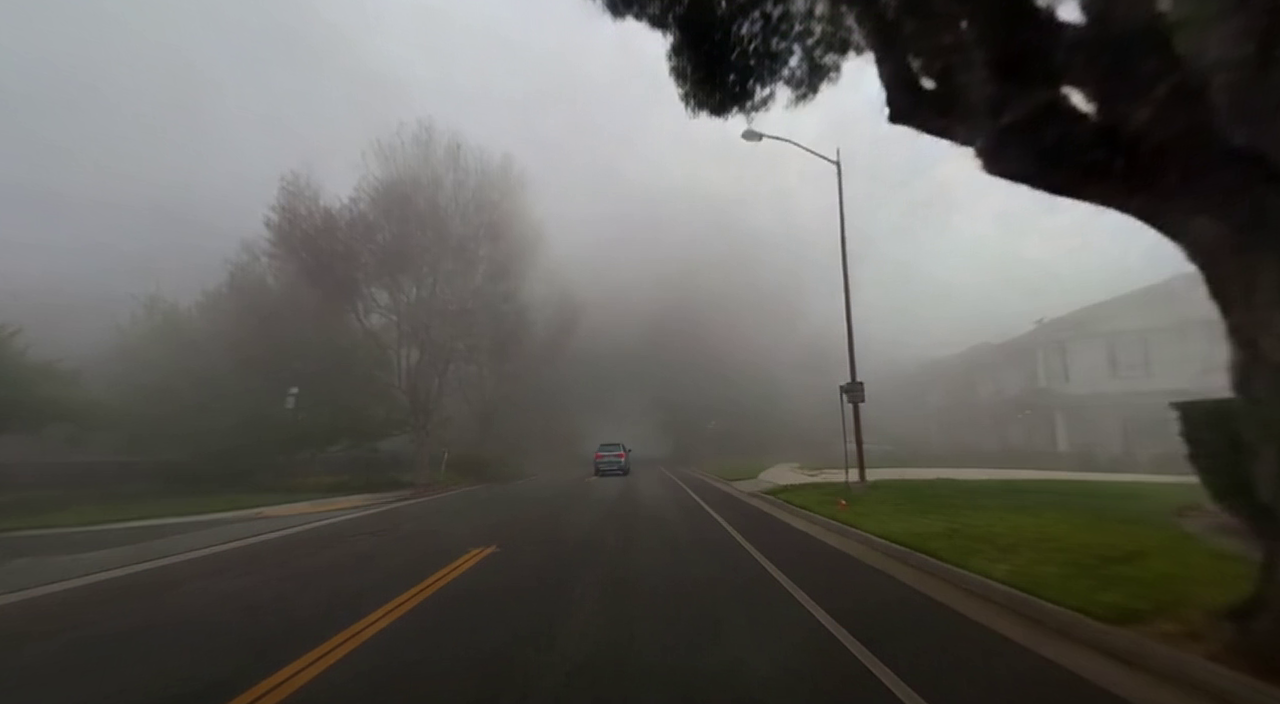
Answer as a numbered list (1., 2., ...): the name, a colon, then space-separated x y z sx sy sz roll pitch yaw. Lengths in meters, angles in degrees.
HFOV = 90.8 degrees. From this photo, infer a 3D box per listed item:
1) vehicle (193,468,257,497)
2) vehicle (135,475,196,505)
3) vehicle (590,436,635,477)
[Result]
1. vehicle: -31.068 9.743 47.295 3.633 1.696 1.754 -6 -9 0
2. vehicle: -29.965 8.683 40.033 1.926 1.552 4.355 3 -9 -21
3. vehicle: -1.412 5.634 34.287 2.210 2.023 4.663 0 -8 0
